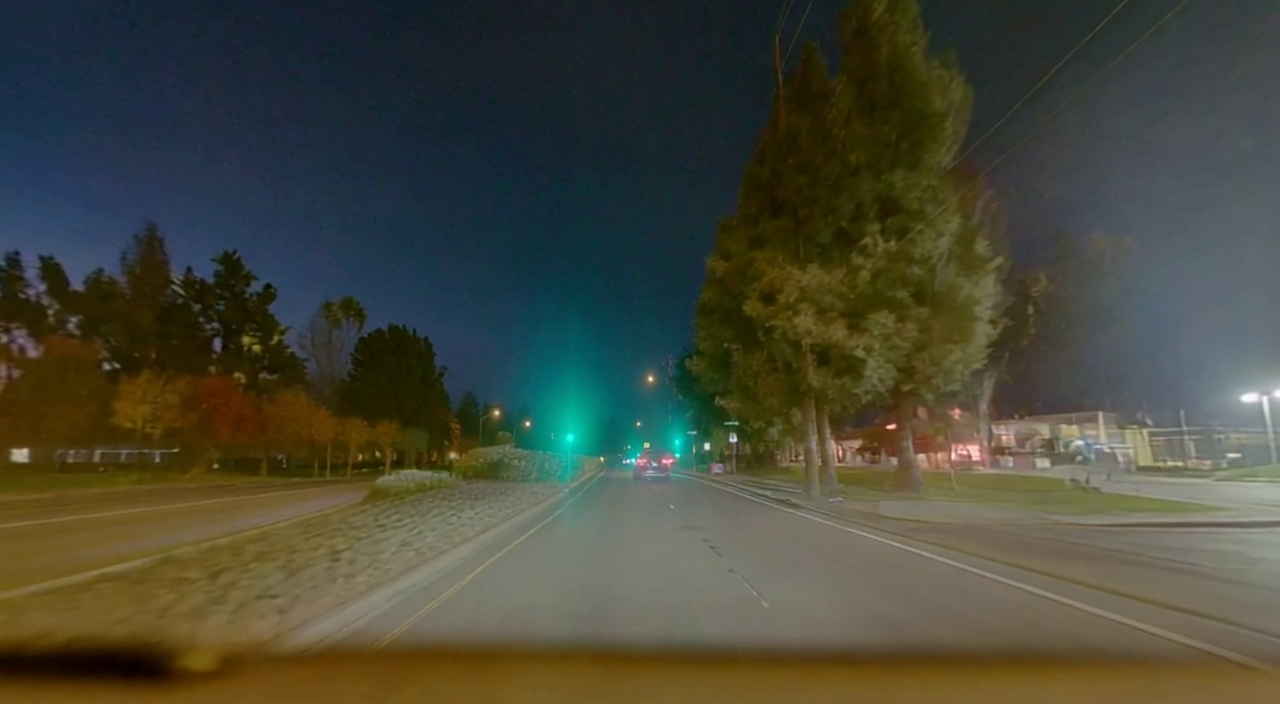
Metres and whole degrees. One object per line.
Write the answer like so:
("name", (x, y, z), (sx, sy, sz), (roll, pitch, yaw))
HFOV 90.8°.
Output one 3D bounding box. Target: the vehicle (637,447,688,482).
("vehicle", (0.963, 5.306, 30.095), (2.061, 1.475, 4.296), (0, -8, -3))
